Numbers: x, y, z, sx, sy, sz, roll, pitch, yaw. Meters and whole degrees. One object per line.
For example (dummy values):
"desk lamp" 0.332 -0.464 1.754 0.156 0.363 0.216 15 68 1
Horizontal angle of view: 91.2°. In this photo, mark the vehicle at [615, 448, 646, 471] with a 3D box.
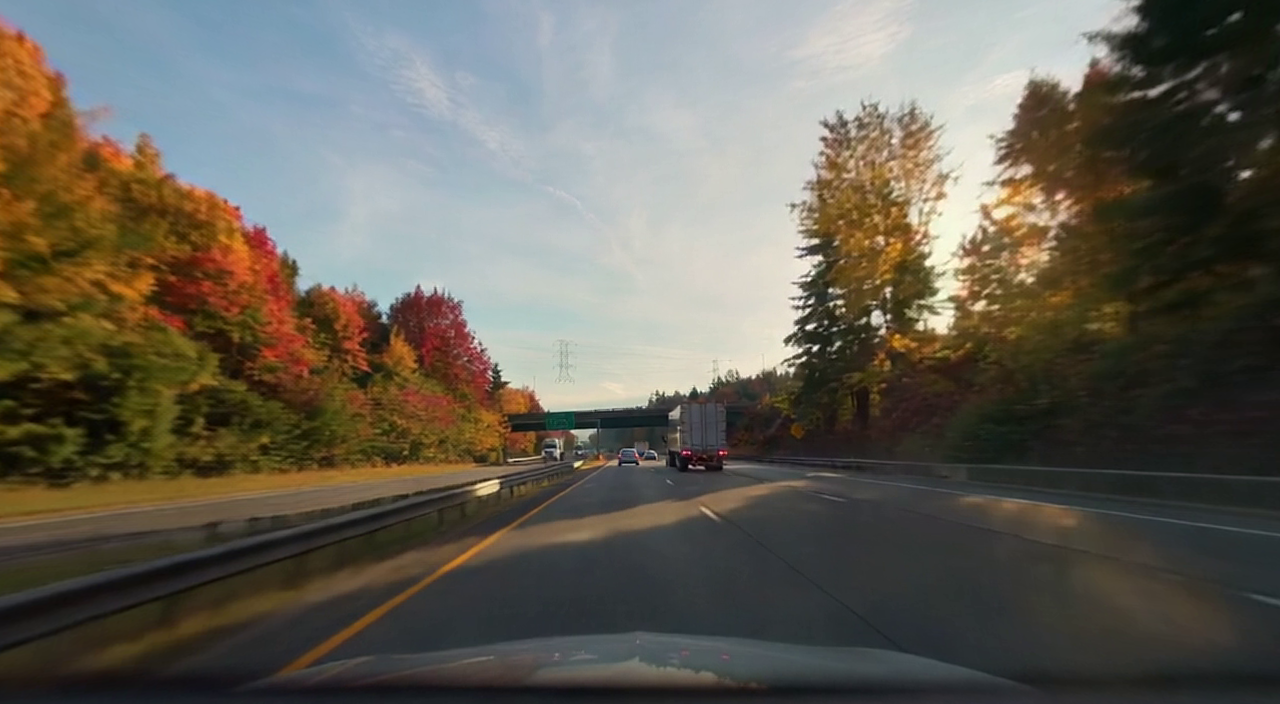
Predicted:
"vehicle" -0.651 7.188 42.012 1.961 1.454 3.755 0 -9 -1

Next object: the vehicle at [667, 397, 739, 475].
"vehicle" 3.752 5.759 41.738 2.956 4.281 14.327 0 -9 -1
